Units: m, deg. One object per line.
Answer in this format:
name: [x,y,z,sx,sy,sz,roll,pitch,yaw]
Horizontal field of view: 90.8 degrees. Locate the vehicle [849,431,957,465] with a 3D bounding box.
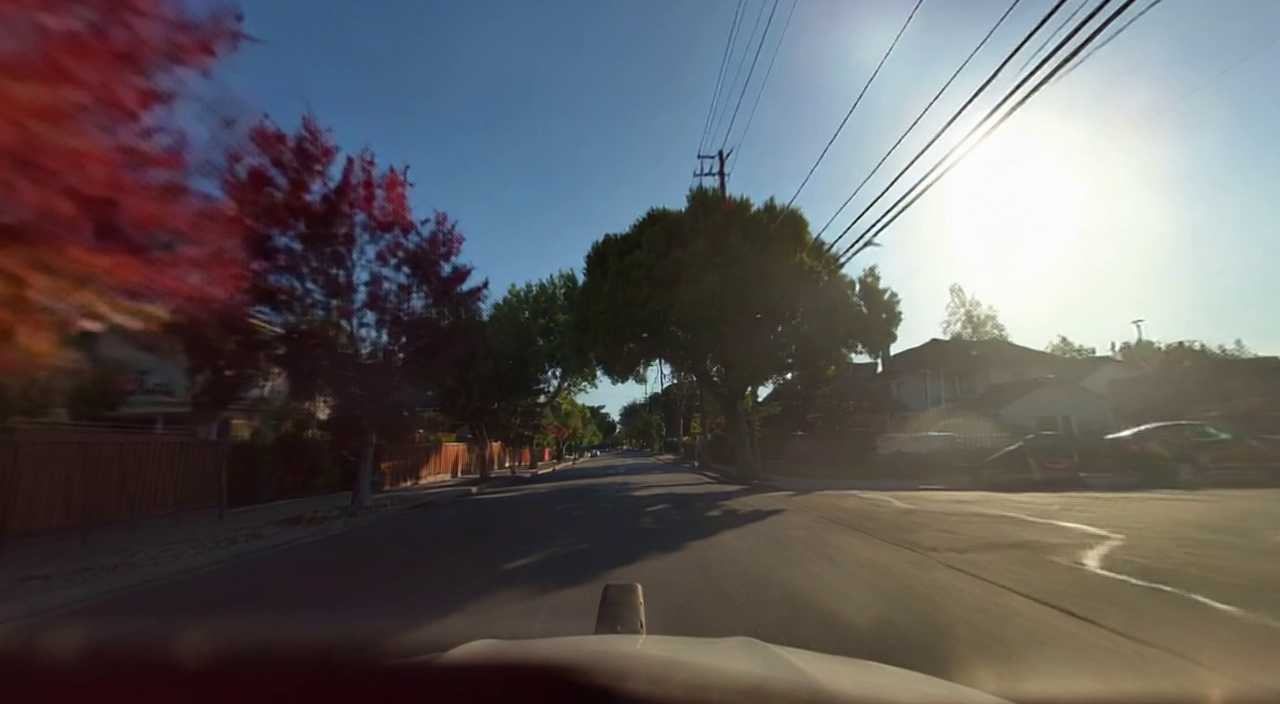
vehicle: [12.345,4.573,29.985,4.286,1.525,2.219,-2,-9,10]
